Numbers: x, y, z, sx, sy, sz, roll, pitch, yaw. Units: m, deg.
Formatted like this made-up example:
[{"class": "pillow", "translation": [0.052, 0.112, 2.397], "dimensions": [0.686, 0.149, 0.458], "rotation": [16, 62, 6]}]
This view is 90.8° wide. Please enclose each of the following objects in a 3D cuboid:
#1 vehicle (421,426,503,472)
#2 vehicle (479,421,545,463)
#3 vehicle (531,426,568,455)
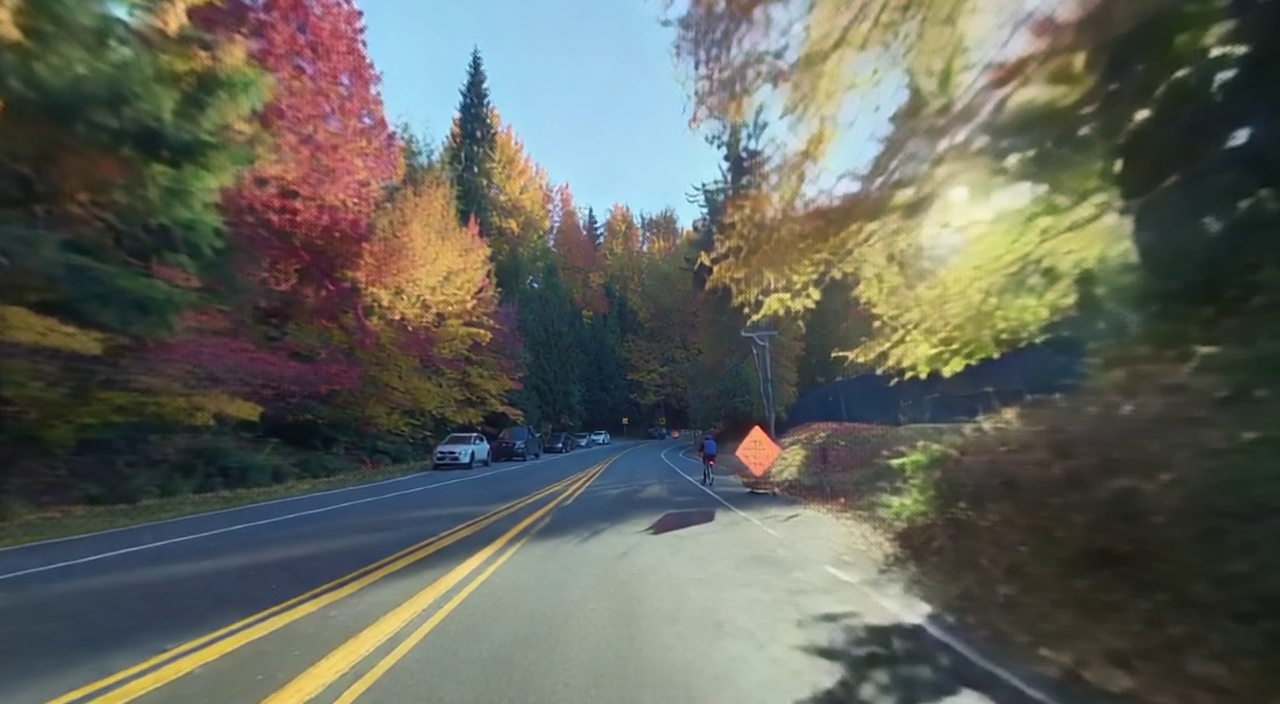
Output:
[{"class": "vehicle", "translation": [-7.631, 4.178, 27.502], "dimensions": [1.991, 1.759, 4.443], "rotation": [-3, -8, 5]}, {"class": "vehicle", "translation": [-7.052, 5.061, 35.370], "dimensions": [2.312, 2.075, 5.748], "rotation": [-3, -9, 2]}, {"class": "vehicle", "translation": [-6.944, 6.896, 48.911], "dimensions": [1.955, 1.908, 4.680], "rotation": [-5, -9, 0]}]
